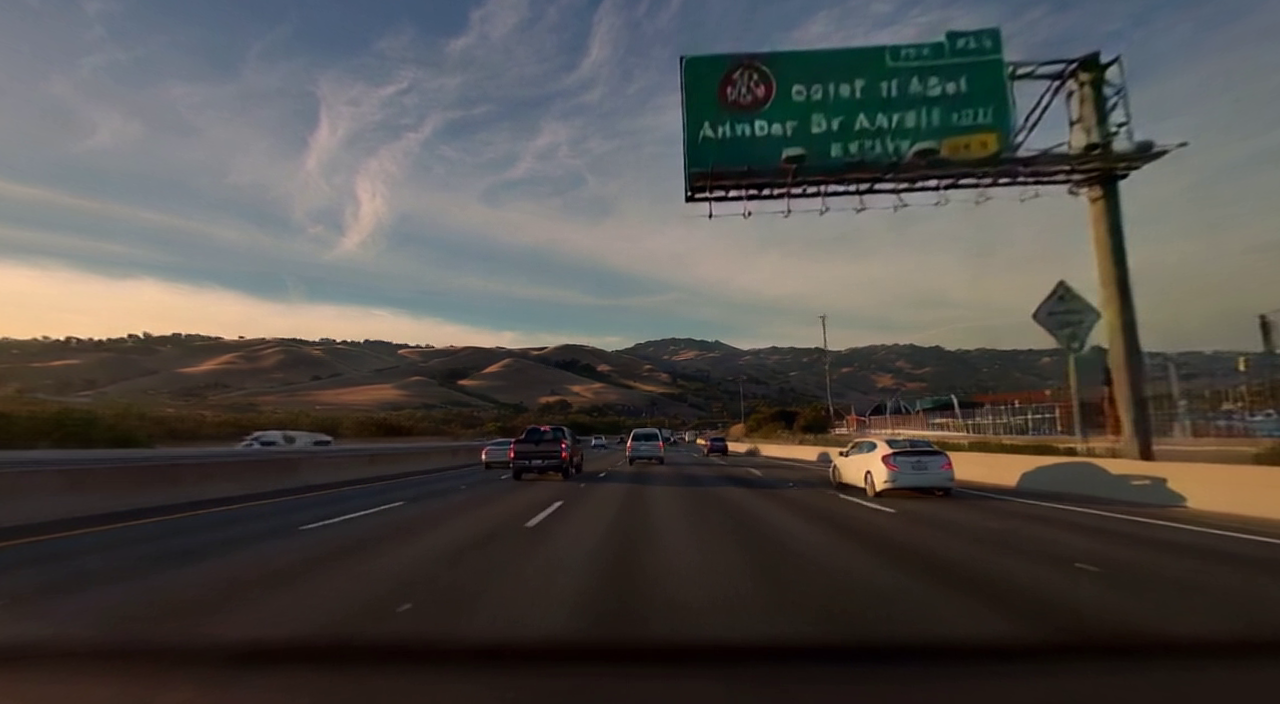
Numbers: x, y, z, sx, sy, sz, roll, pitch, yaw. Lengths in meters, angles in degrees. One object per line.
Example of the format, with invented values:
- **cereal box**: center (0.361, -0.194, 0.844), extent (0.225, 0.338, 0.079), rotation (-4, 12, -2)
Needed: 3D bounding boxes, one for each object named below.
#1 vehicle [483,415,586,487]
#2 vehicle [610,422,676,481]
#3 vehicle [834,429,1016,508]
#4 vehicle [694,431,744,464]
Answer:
- **vehicle**: center (-3.203, 3.209, 20.604), extent (2.316, 1.999, 5.765), rotation (0, -8, 1)
- **vehicle**: center (0.125, 3.400, 21.681), extent (2.052, 1.808, 3.898), rotation (-1, -8, 1)
- **vehicle**: center (6.048, 2.515, 14.092), extent (1.998, 1.456, 4.338), rotation (0, -8, -1)
- **vehicle**: center (4.438, 5.473, 36.181), extent (2.067, 1.775, 4.372), rotation (0, -8, -3)
